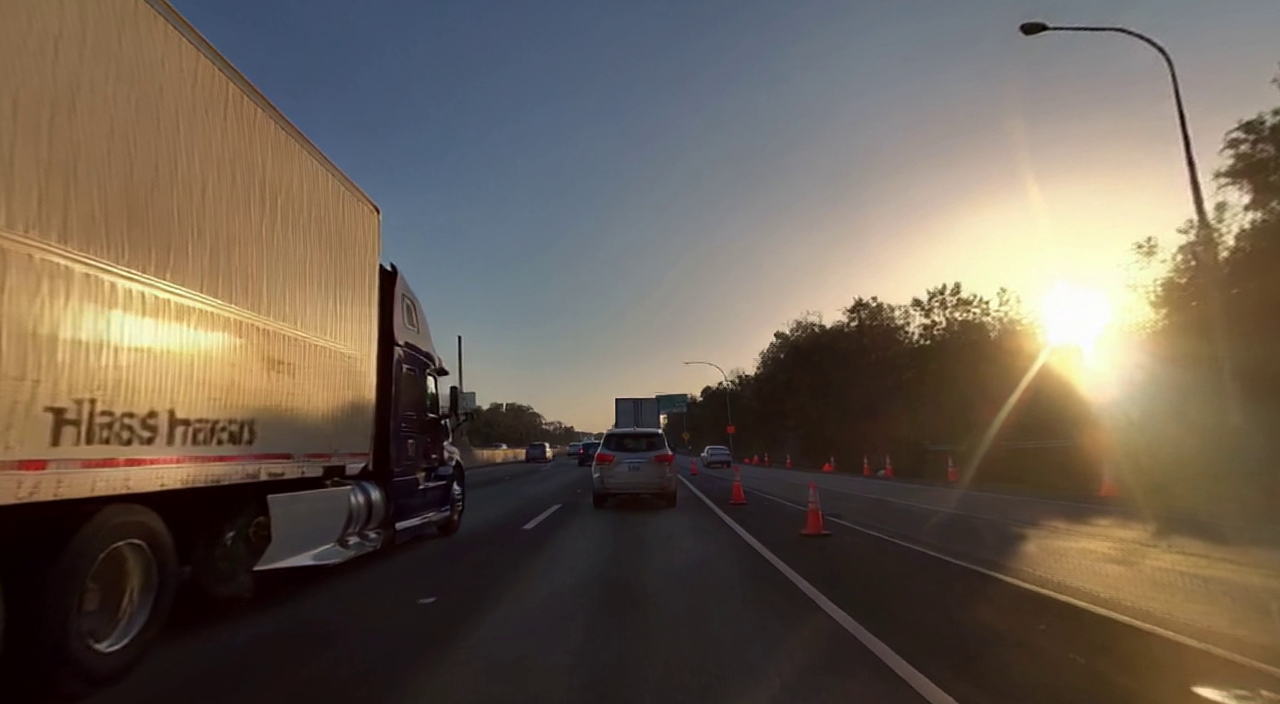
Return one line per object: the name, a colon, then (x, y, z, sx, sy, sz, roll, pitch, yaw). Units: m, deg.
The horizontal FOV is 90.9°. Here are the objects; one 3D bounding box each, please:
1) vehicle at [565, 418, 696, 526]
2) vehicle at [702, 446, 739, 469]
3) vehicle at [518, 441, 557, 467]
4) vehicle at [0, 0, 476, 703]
vehicle: (-0.179, 2.284, 12.462, 2.152, 1.779, 3.924, 0, -9, -1)
vehicle: (5.519, 7.268, 43.808, 1.918, 1.479, 4.571, 0, -9, -1)
vehicle: (-7.103, 7.088, 44.121, 1.950, 1.716, 4.436, 0, -9, 1)
vehicle: (-3.816, 0.163, 4.451, 2.990, 3.885, 8.243, 0, -9, 0)
